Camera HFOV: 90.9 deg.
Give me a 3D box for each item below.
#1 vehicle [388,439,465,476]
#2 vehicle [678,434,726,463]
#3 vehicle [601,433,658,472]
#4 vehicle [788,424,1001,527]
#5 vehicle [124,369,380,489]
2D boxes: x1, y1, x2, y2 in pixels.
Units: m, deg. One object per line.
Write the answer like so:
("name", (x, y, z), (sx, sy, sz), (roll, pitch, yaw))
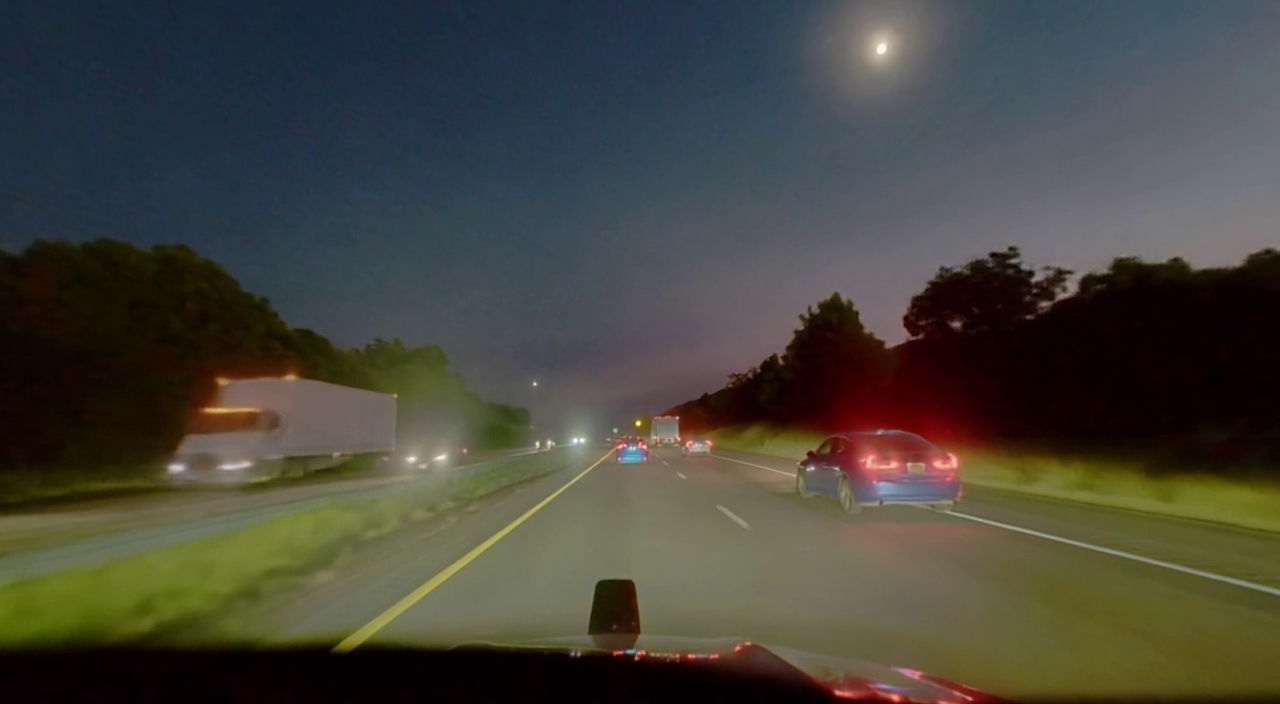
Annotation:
("vehicle", (-9.385, 4.631, 28.047), (1.982, 1.455, 4.161), (0, -7, 0))
("vehicle", (3.250, 5.167, 34.006), (2.004, 1.469, 4.472), (0, -8, -2))
("vehicle", (-0.457, 4.060, 25.752), (2.143, 1.466, 3.693), (0, -7, -2))
("vehicle", (4.305, 2.124, 11.566), (2.066, 1.526, 4.216), (0, -7, -1))
("vehicle", (-14.377, 3.125, 25.366), (3.122, 3.682, 11.678), (1, -7, -1))
